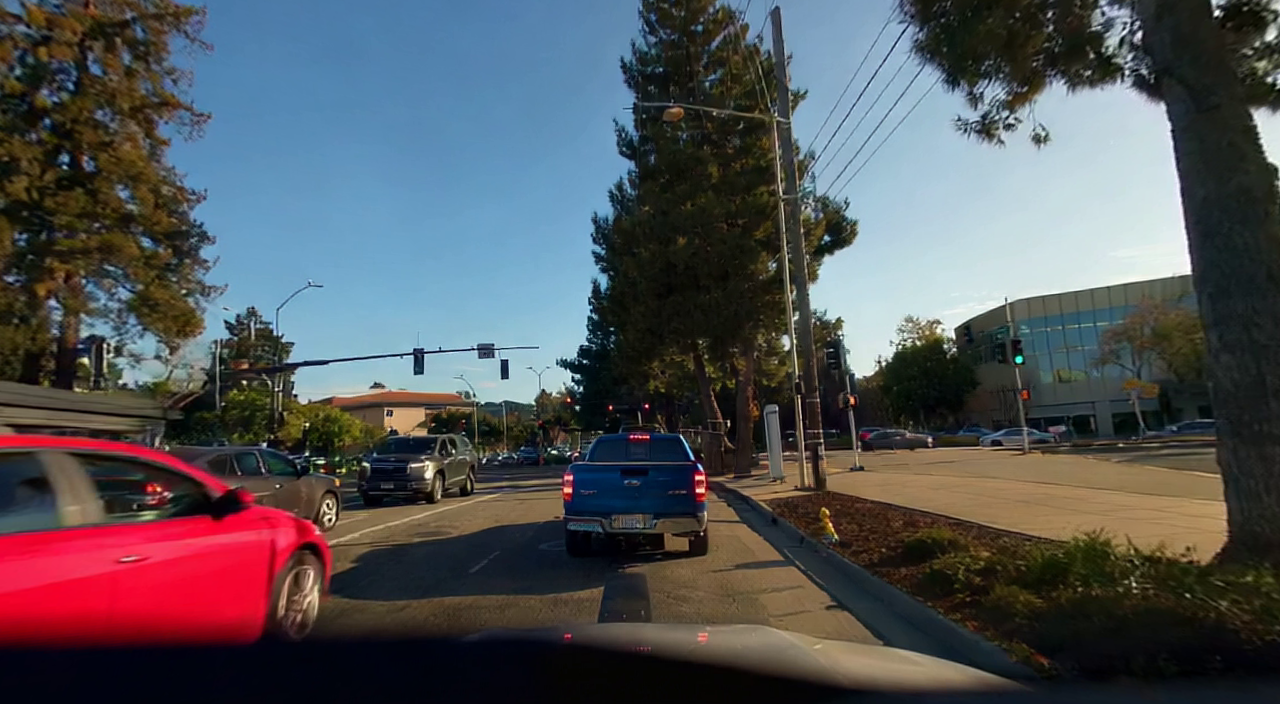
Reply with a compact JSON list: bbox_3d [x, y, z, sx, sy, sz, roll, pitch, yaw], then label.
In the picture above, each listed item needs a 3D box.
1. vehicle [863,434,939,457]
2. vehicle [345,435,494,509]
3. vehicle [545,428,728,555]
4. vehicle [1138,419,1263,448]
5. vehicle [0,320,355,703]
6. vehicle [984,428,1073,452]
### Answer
[{"bbox_3d":[17.509,6.262,42.120,4.441,1.452,1.798,-5,-10,30],"label":"vehicle"},{"bbox_3d":[-6.132,3.406,18.347,2.230,1.811,5.183,-1,-9,3],"label":"vehicle"},{"bbox_3d":[-0.031,1.992,9.632,2.182,1.501,4.150,0,-9,0],"label":"vehicle"},{"bbox_3d":[30.719,4.546,34.625,4.739,1.472,1.804,-5,-10,29],"label":"vehicle"},{"bbox_3d":[-3.555,0.843,2.679,2.223,1.826,4.990,0,-9,1],"label":"vehicle"},{"bbox_3d":[23.851,5.454,38.706,4.454,1.440,1.816,-5,-10,30],"label":"vehicle"}]
